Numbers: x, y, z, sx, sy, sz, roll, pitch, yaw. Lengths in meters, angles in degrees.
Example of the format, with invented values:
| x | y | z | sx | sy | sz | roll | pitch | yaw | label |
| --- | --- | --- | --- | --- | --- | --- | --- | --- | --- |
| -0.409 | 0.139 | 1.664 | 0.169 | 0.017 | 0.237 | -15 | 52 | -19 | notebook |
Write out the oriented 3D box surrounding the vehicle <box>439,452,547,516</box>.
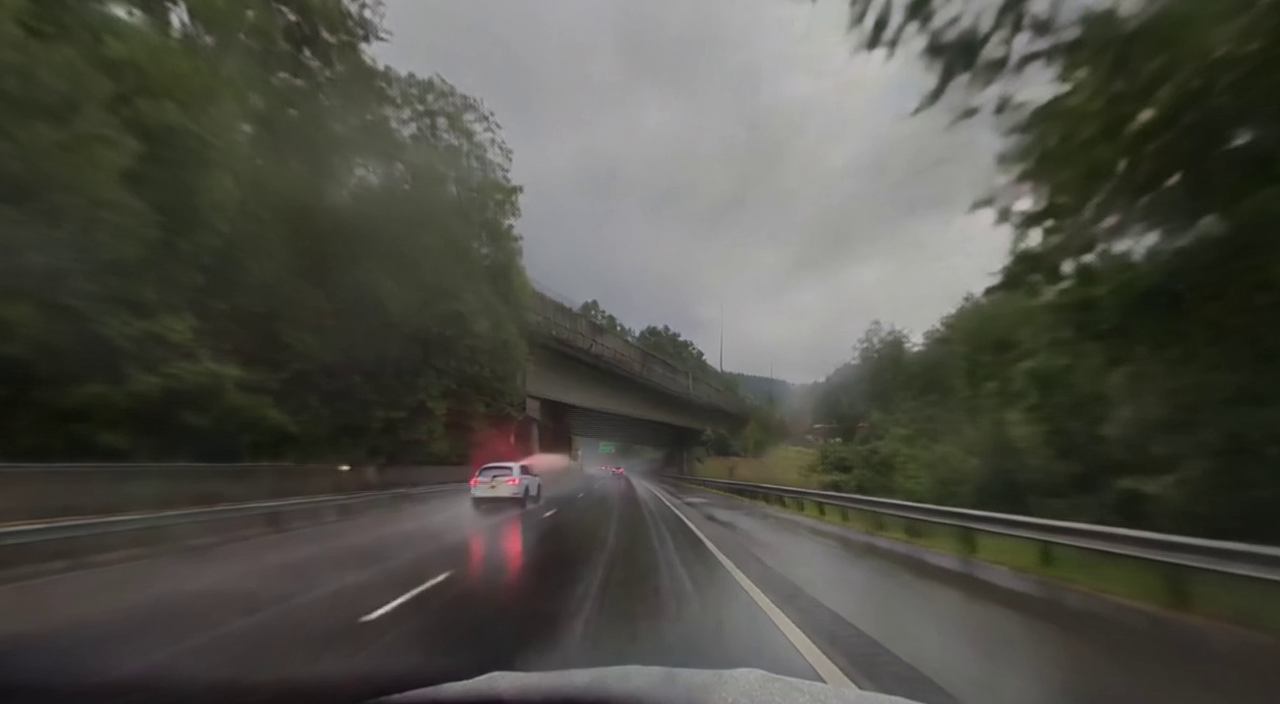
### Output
| x | y | z | sx | sy | sz | roll | pitch | yaw | label |
| --- | --- | --- | --- | --- | --- | --- | --- | --- | --- |
| -4.539 | 4.227 | 20.454 | 2.286 | 1.757 | 5.057 | 1 | -11 | 0 | vehicle |

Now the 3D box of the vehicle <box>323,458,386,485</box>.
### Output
| x | y | z | sx | sy | sz | roll | pitch | yaw | label |
| --- | --- | --- | --- | --- | --- | --- | --- | --- | --- |
| -17.051 | 7.191 | 37.854 | 1.758 | 1.473 | 4.258 | 1 | -11 | -1 | vehicle |
